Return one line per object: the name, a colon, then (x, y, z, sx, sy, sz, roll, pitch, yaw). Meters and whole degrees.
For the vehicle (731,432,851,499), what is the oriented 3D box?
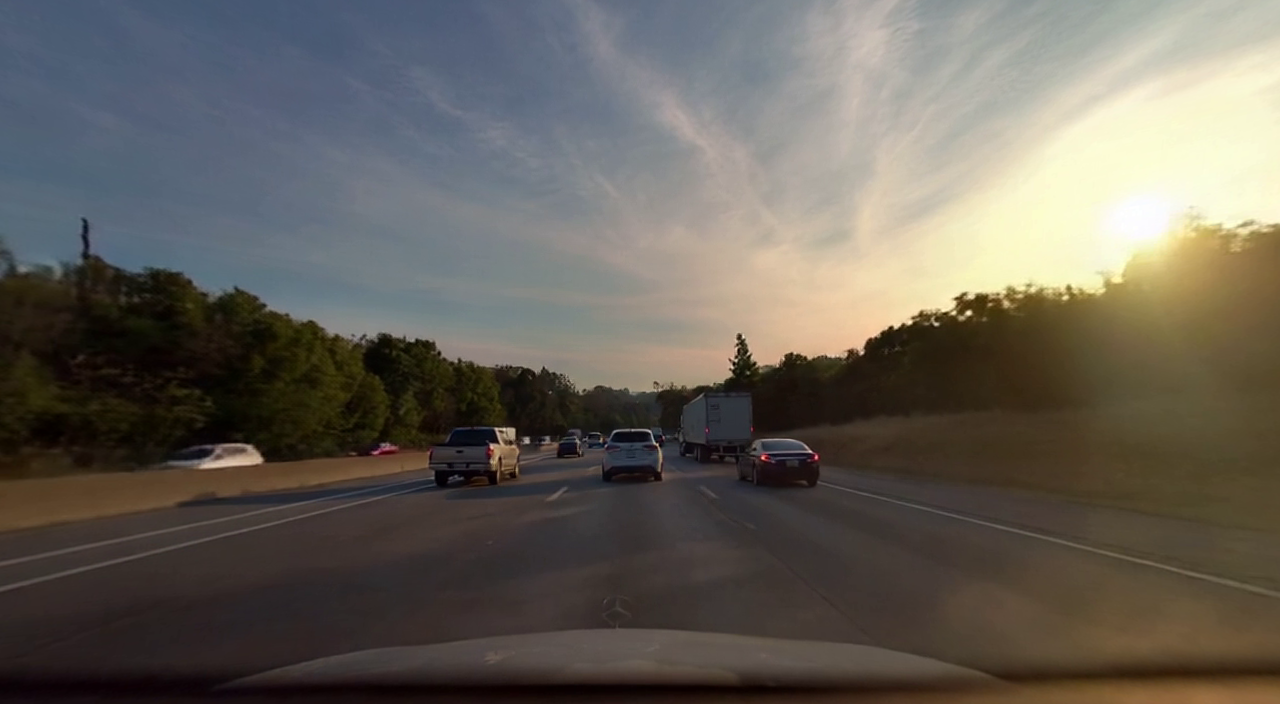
vehicle: (3.670, 2.807, 16.109, 1.951, 1.477, 3.963, 0, -8, -2)

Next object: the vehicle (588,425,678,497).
vehicle: (-0.198, 2.781, 16.534, 2.083, 1.647, 3.799, 0, -8, -1)

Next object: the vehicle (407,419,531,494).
vehicle: (-4.533, 2.840, 17.590, 2.101, 1.767, 4.702, 0, -8, 0)

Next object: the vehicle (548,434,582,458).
vehicle: (-5.420, 6.885, 46.138, 1.971, 1.648, 3.983, 0, -8, 0)

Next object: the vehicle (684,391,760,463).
vehicle: (5.202, 5.236, 43.178, 2.888, 4.135, 14.071, 0, -8, -2)
